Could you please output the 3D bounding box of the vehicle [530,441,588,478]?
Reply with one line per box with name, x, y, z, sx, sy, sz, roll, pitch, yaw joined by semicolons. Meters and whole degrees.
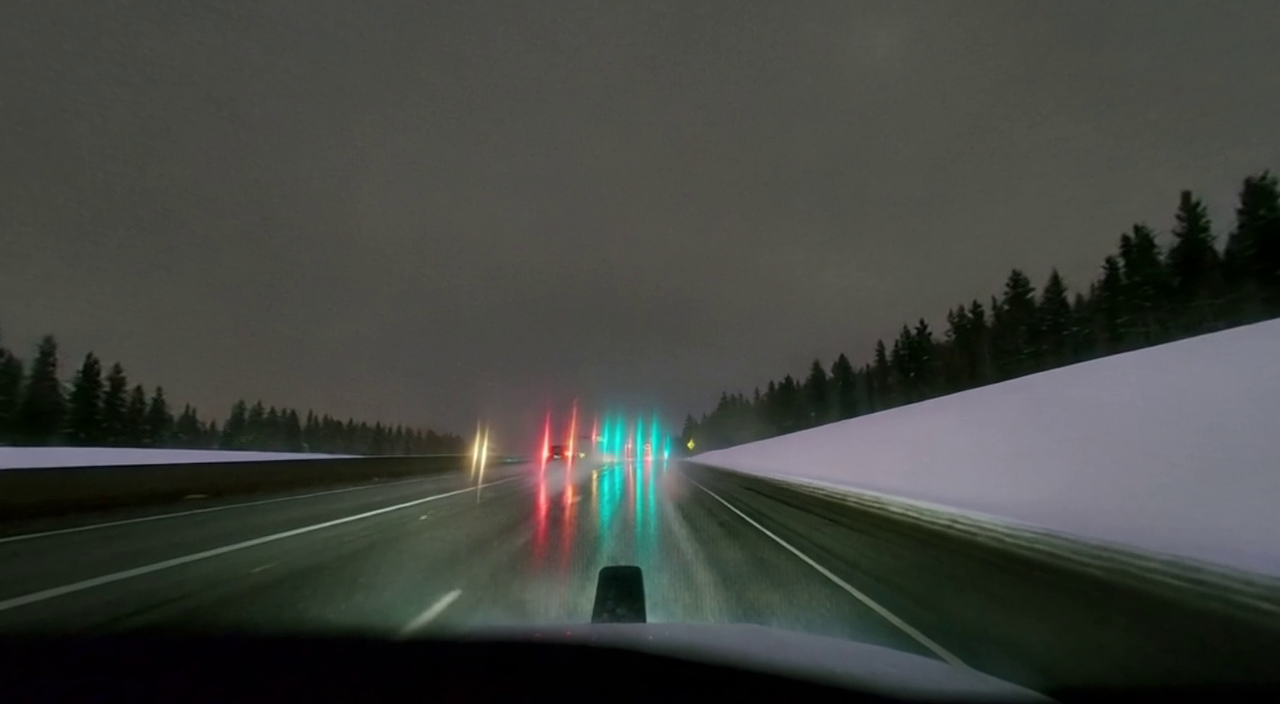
vehicle;-4.128;5.555;32.981;2.272;1.759;5.058;0;-9;1
